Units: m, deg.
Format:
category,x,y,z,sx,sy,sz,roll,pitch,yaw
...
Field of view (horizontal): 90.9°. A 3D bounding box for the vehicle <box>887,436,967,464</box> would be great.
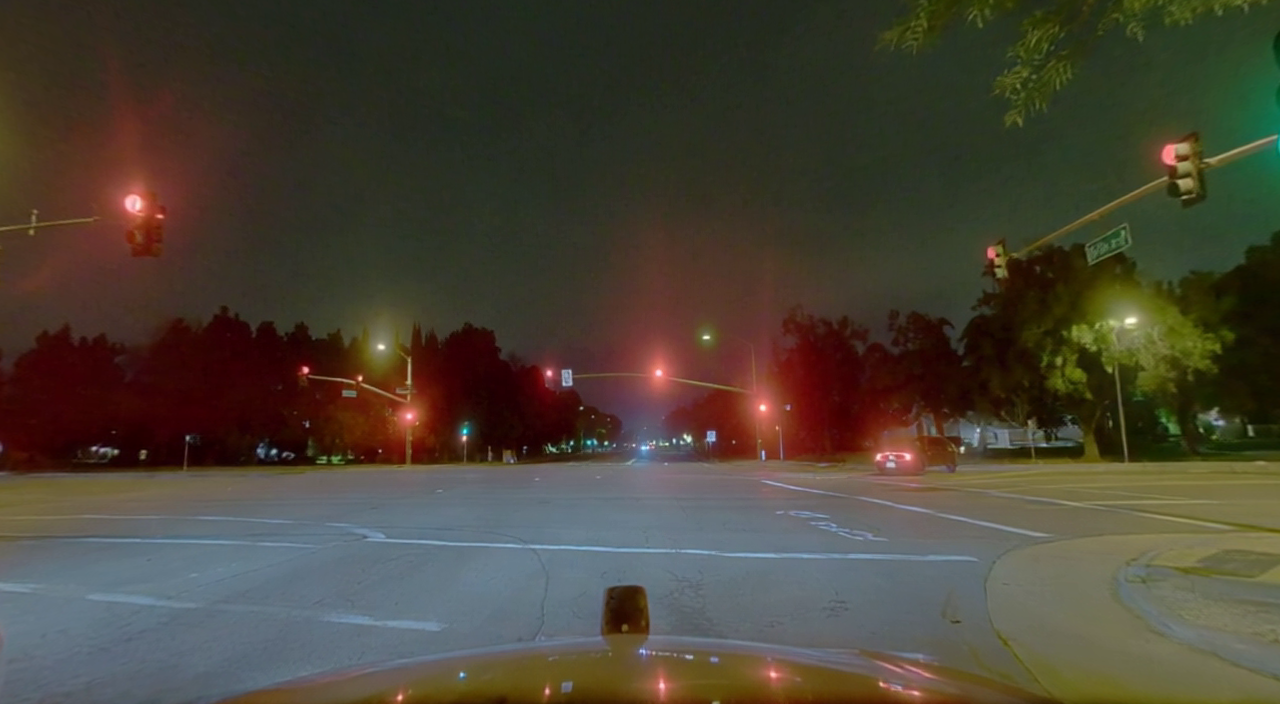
category,x,y,z,sx,sy,sz,roll,pitch,yaw
vehicle,16.118,5.512,35.577,3.952,1.468,1.768,-4,-9,22
